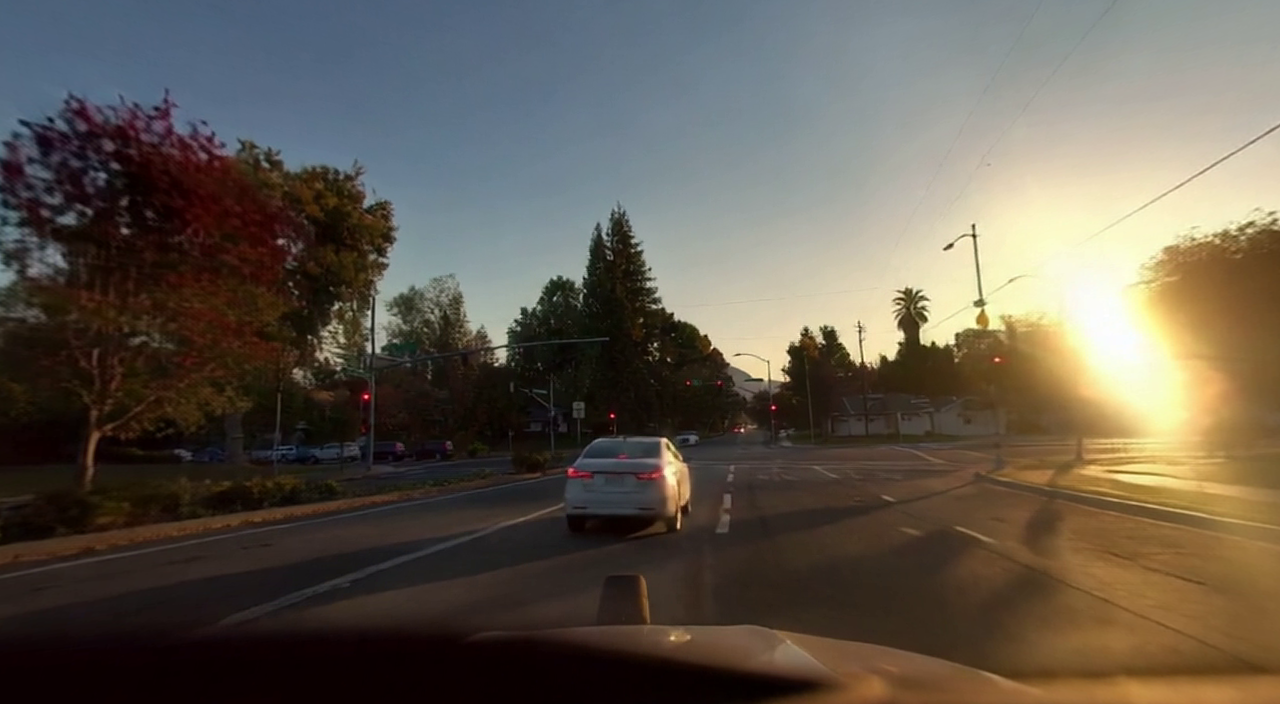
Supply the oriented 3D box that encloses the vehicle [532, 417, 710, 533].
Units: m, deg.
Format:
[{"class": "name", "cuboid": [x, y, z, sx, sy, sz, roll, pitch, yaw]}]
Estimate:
[{"class": "vehicle", "cuboid": [-0.026, 2.066, 11.223, 2.139, 1.564, 4.901, -1, -9, 10]}]
